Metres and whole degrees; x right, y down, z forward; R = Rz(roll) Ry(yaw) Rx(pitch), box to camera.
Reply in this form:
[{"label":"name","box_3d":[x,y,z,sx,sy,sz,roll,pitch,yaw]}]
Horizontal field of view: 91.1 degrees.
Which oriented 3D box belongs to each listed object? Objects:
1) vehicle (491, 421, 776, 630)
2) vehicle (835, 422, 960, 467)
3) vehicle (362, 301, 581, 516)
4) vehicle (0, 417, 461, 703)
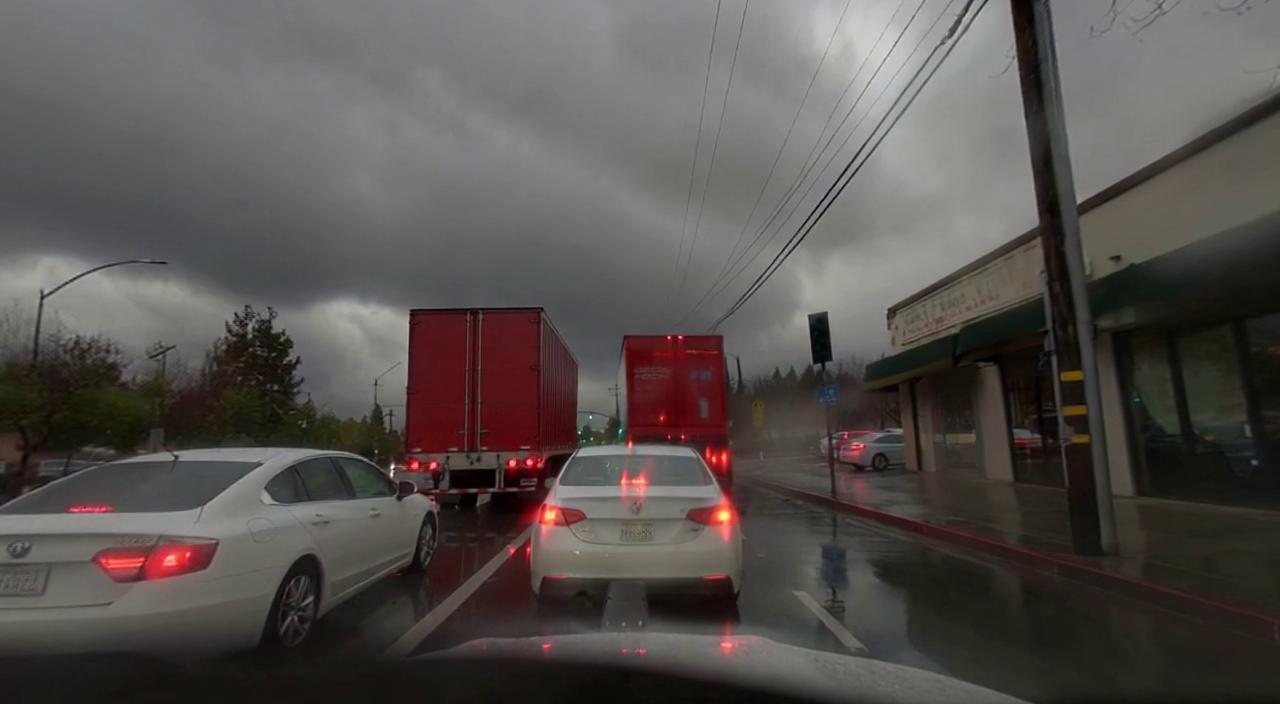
[{"label":"vehicle","box_3d":[-0.108,1.571,6.706,2.067,1.506,4.118,0,-8,-2]},{"label":"vehicle","box_3d":[11.523,4.166,28.258,4.681,1.713,1.969,-2,-9,-10]},{"label":"vehicle","box_3d":[-3.263,1.478,14.631,3.020,3.800,7.105,0,-8,0]},{"label":"vehicle","box_3d":[-3.094,1.373,5.166,1.969,1.471,4.378,0,-8,0]}]
